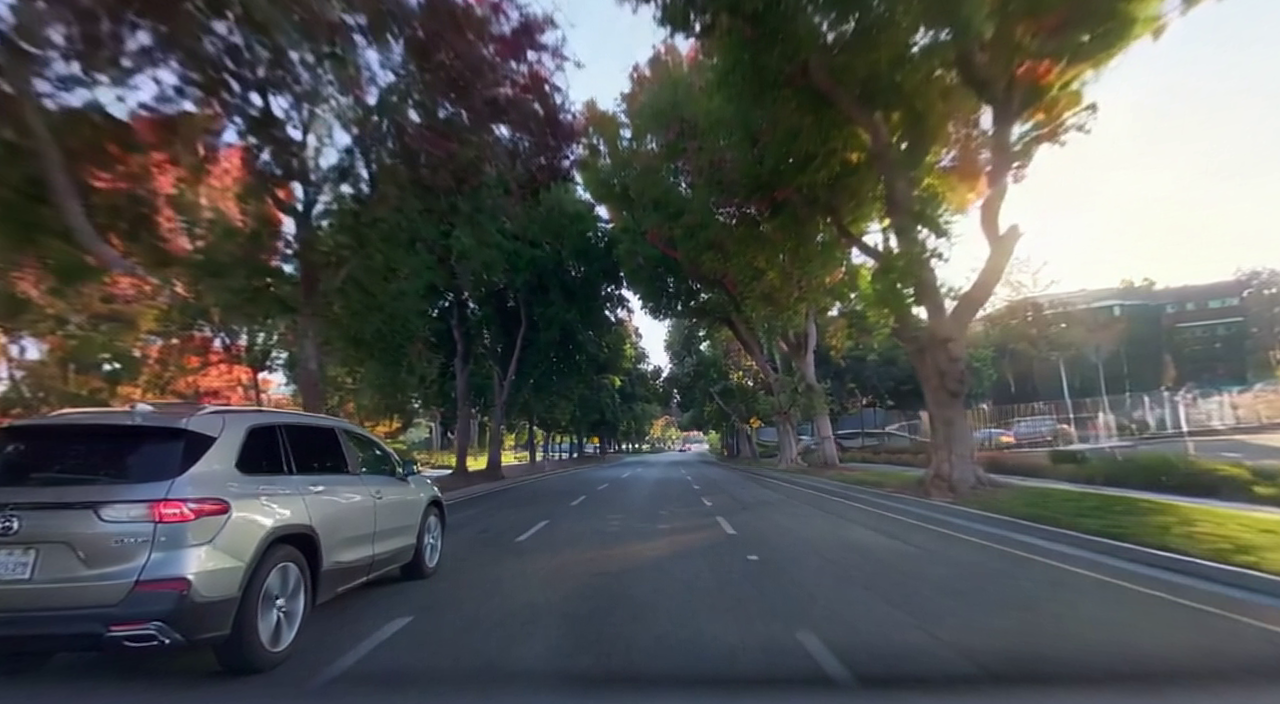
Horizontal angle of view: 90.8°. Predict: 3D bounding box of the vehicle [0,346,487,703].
[{"bbox_3d":[-2.770,1.158,4.596,2.067,1.700,4.561,0,-8,1],"label":"vehicle"}]
